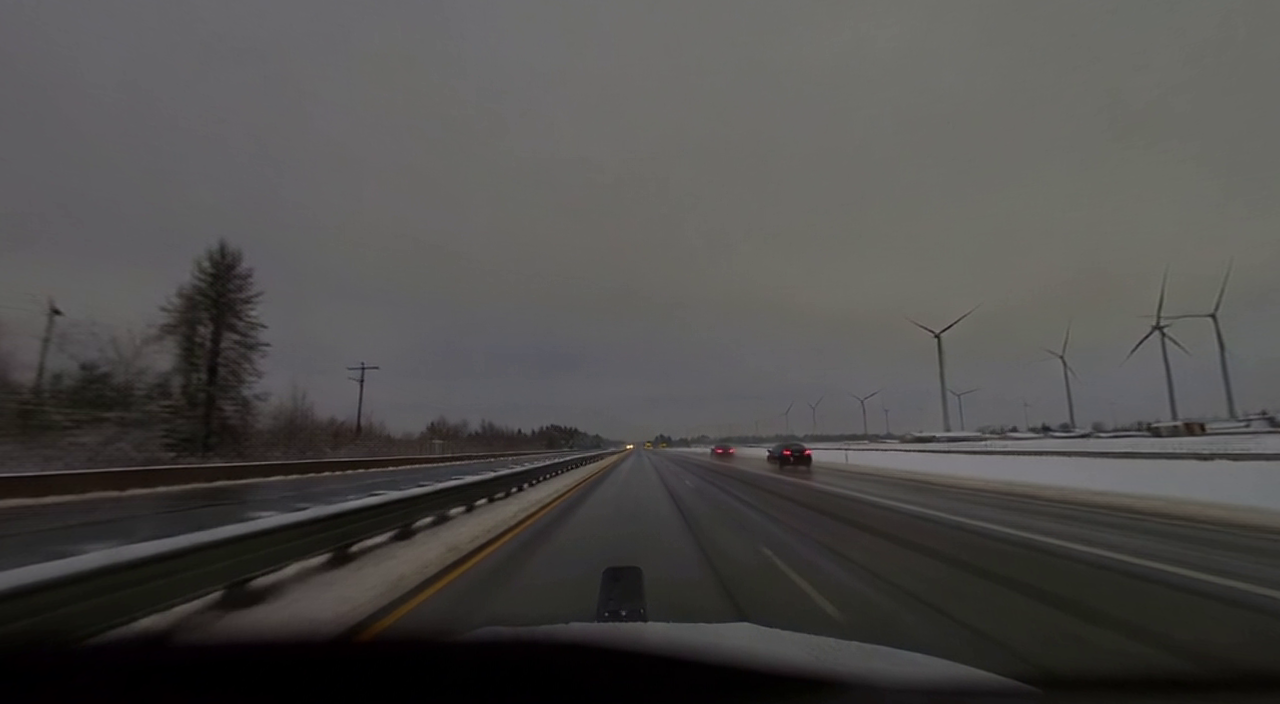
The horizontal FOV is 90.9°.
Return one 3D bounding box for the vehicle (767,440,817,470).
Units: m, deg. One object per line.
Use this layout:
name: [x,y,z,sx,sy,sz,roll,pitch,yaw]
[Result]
vehicle: [9.225,6.290,38.631,1.897,1.669,4.825,0,-9,0]
